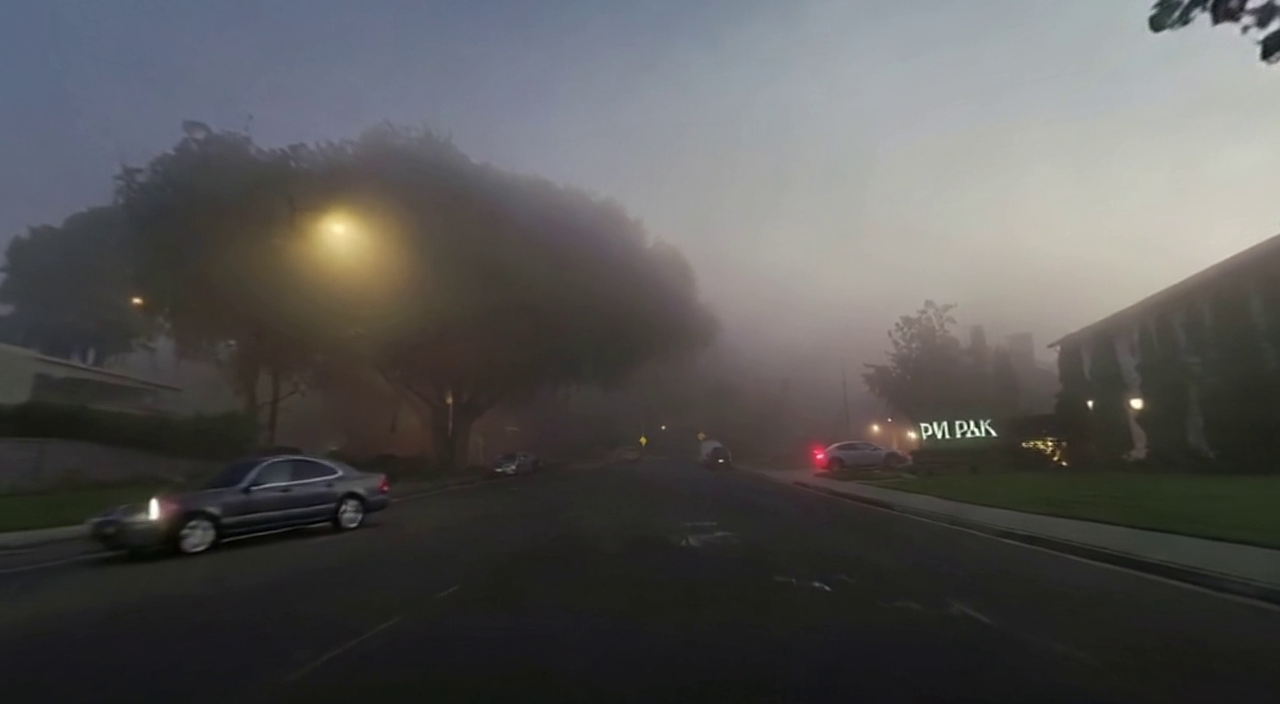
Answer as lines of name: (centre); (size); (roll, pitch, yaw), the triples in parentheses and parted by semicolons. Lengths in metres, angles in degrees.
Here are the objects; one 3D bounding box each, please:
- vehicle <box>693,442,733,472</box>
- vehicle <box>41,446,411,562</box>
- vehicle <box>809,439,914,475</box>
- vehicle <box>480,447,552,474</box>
vehicle: (4.838, 7.006, 42.384); (2.051, 1.925, 4.625); (0, -9, -1)
vehicle: (-6.592, 2.388, 10.713); (4.750, 1.559, 1.928); (5, -10, -30)
vehicle: (11.568, 5.517, 33.279); (4.733, 1.843, 2.005); (0, -9, 2)
vehicle: (-8.842, 7.699, 45.102); (4.620, 1.695, 2.004); (5, -11, -38)
